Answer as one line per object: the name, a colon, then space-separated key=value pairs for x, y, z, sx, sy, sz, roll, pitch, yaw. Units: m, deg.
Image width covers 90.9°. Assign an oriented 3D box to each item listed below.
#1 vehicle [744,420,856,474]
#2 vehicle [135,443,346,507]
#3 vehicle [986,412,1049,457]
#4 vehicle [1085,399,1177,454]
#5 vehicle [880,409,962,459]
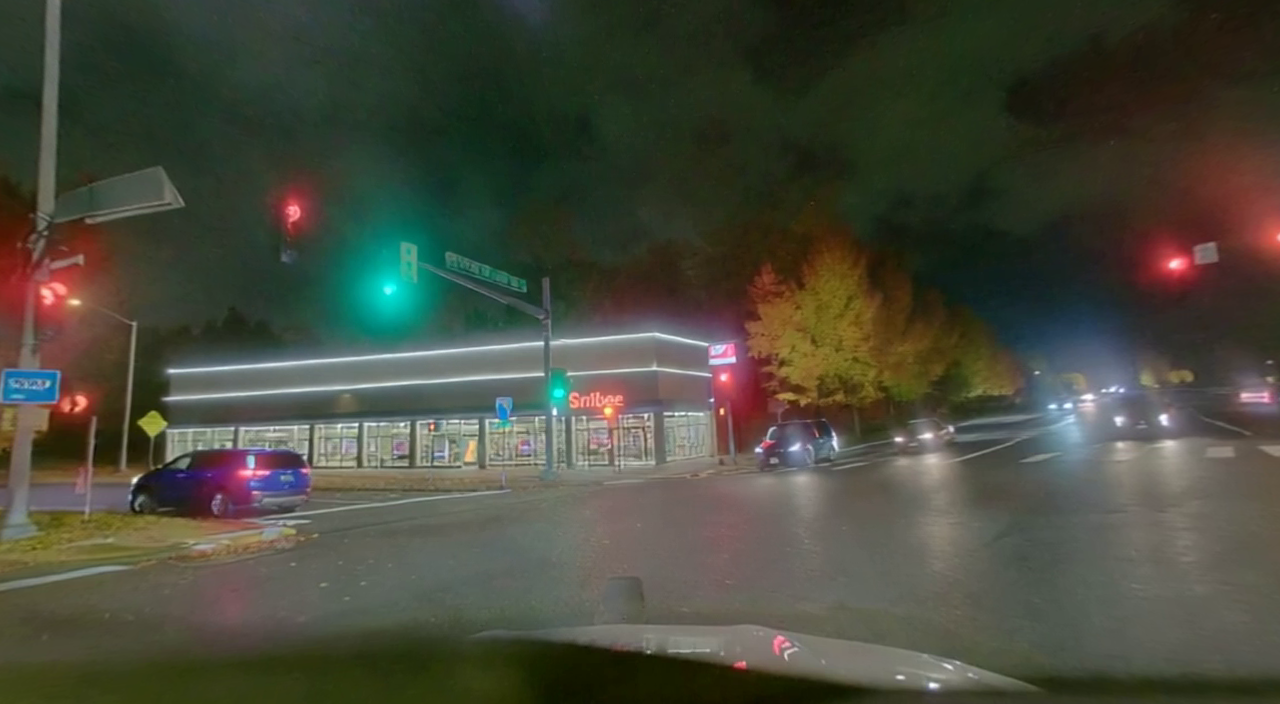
vehicle: x=6.784 y=3.850 z=26.231 sx=2.524 sy=1.834 sz=5.787 roll=-6 pitch=-7 yaw=35
vehicle: x=-12.199 y=3.749 z=19.522 sx=5.110 sy=1.814 sz=2.146 roll=-1 pitch=-8 yaw=3
vehicle: x=15.954 y=3.510 z=26.517 sx=1.991 sy=1.688 sz=4.793 roll=-6 pitch=-10 yaw=32
vehicle: x=19.379 y=3.056 z=25.186 sx=2.402 sy=1.924 sz=5.826 roll=-6 pitch=-10 yaw=34
vehicle: x=12.243 y=3.587 z=27.287 sx=2.331 sy=1.971 sz=4.946 roll=-6 pitch=-10 yaw=33
